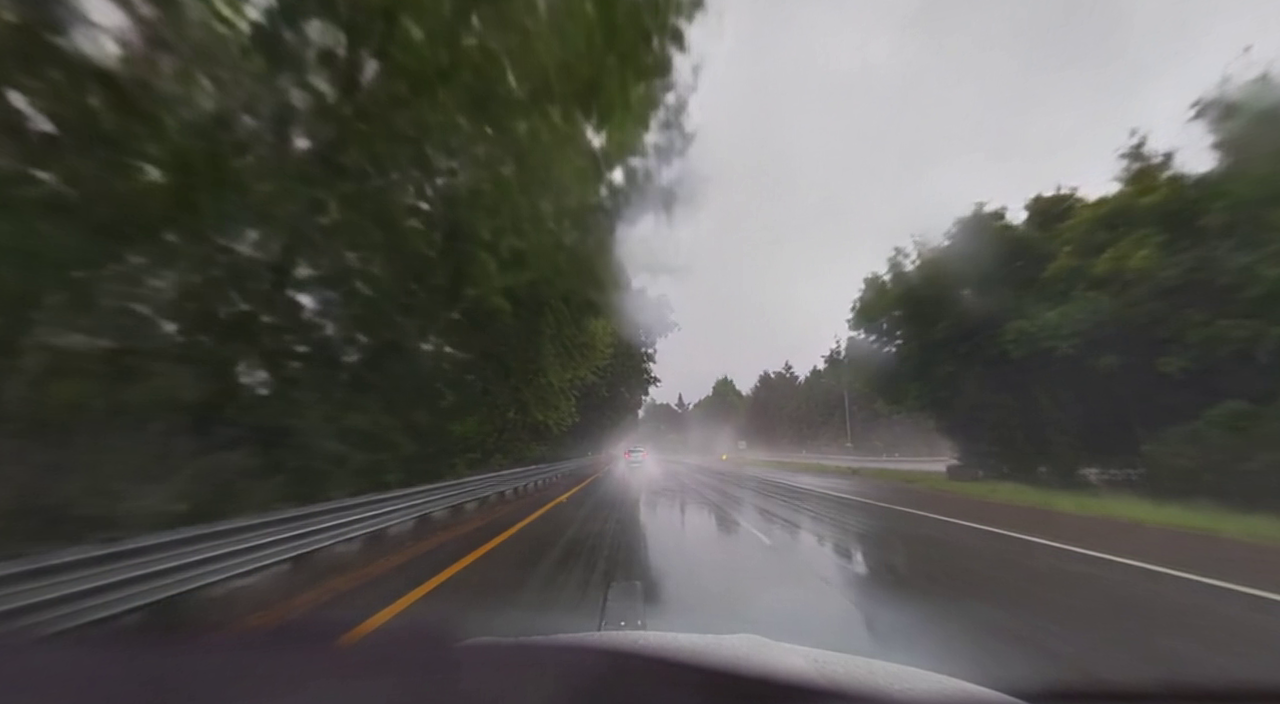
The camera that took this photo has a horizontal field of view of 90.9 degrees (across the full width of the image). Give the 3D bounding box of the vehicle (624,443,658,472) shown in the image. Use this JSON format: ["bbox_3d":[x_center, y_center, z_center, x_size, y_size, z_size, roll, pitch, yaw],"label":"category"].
[{"bbox_3d":[0.019,6.475,38.853,1.987,1.658,3.620,0,-9,-1],"label":"vehicle"}]
